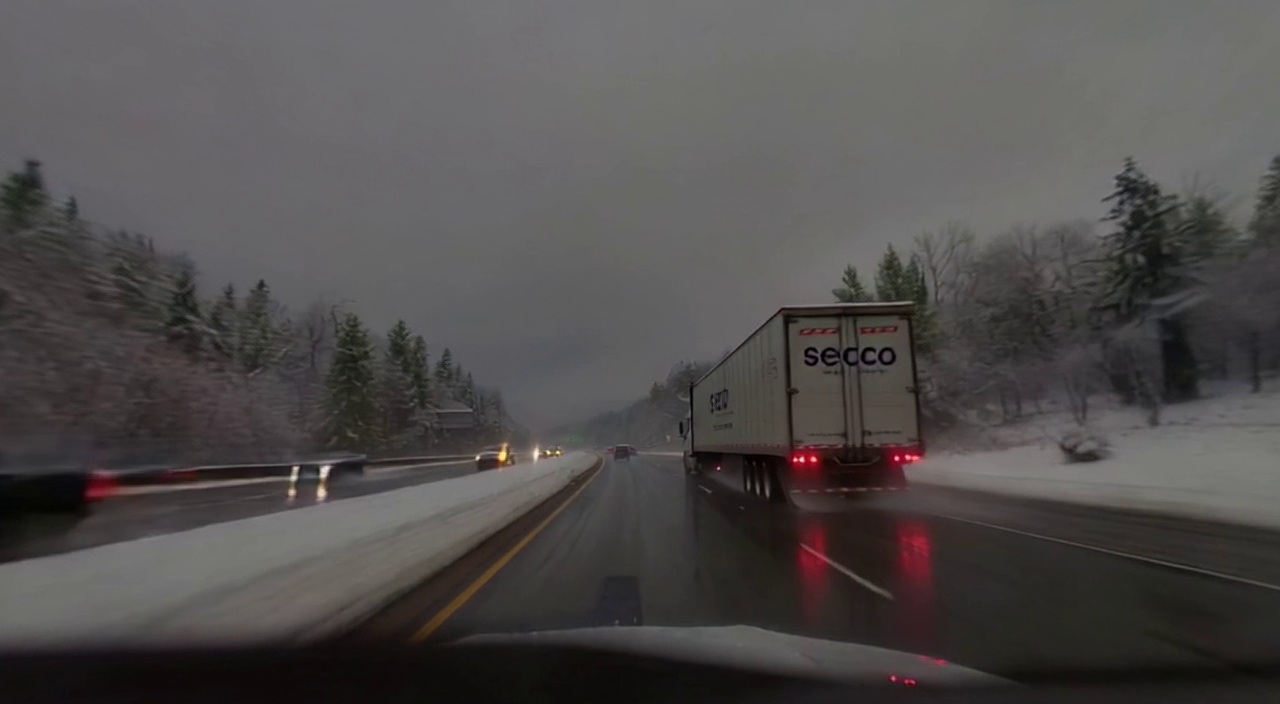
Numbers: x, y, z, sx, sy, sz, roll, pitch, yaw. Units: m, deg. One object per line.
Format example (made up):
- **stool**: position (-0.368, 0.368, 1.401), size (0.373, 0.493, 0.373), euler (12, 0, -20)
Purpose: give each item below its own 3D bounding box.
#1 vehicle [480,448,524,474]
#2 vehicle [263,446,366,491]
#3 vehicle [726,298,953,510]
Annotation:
- **vehicle**: position (-9.137, 7.219, 41.737), size (1.978, 1.570, 4.487), euler (0, -9, -1)
- **vehicle**: position (-13.806, 4.922, 26.950), size (2.038, 1.718, 4.474), euler (0, -9, -1)
- **vehicle**: position (4.229, 1.545, 15.816), size (2.892, 3.928, 8.380), euler (-1, -9, 0)
